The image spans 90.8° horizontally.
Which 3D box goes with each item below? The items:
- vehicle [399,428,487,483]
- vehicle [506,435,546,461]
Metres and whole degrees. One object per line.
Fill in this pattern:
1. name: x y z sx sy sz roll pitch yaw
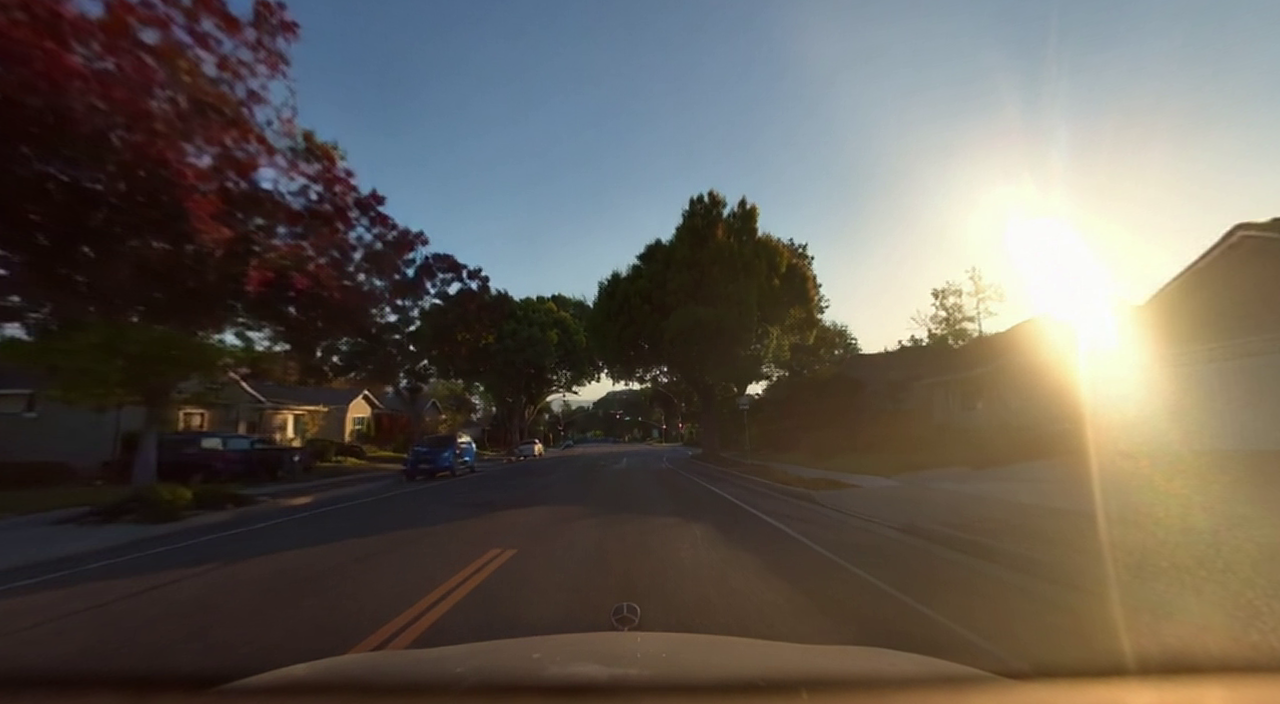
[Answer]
1. vehicle: -7.643 4.026 24.918 2.209 1.807 4.432 -3 -8 -3
2. vehicle: -8.304 7.025 46.472 2.130 1.692 4.544 -2 -8 0
